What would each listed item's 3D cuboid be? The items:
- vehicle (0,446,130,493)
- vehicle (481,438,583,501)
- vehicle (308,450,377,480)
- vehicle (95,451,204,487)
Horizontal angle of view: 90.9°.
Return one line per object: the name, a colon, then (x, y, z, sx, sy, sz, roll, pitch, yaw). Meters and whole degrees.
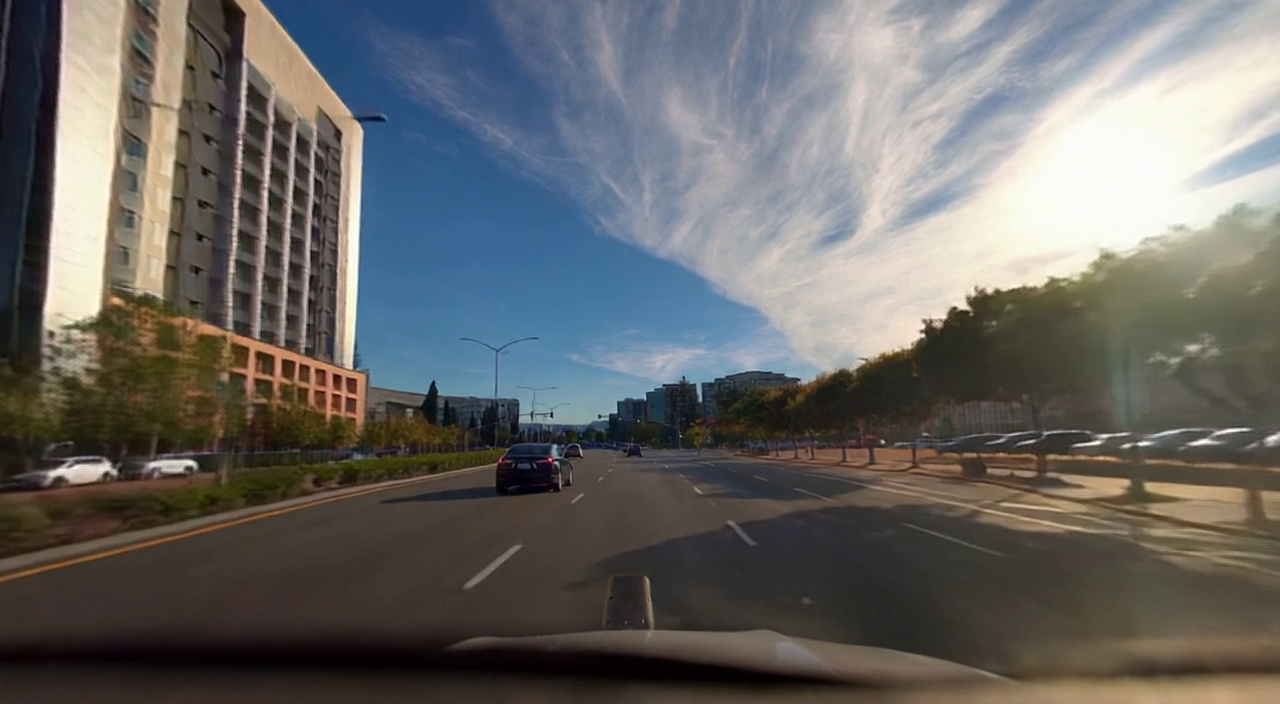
vehicle: (-26.678, 5.366, 29.051, 2.207, 1.909, 4.831, 1, -9, 0)
vehicle: (-2.875, 3.228, 17.841, 2.009, 1.489, 4.543, -2, -8, 1)
vehicle: (-16.670, 6.302, 35.552, 1.890, 1.479, 4.484, -1, -8, -2)
vehicle: (-26.506, 6.309, 34.311, 1.786, 1.713, 4.992, 1, -9, 1)
